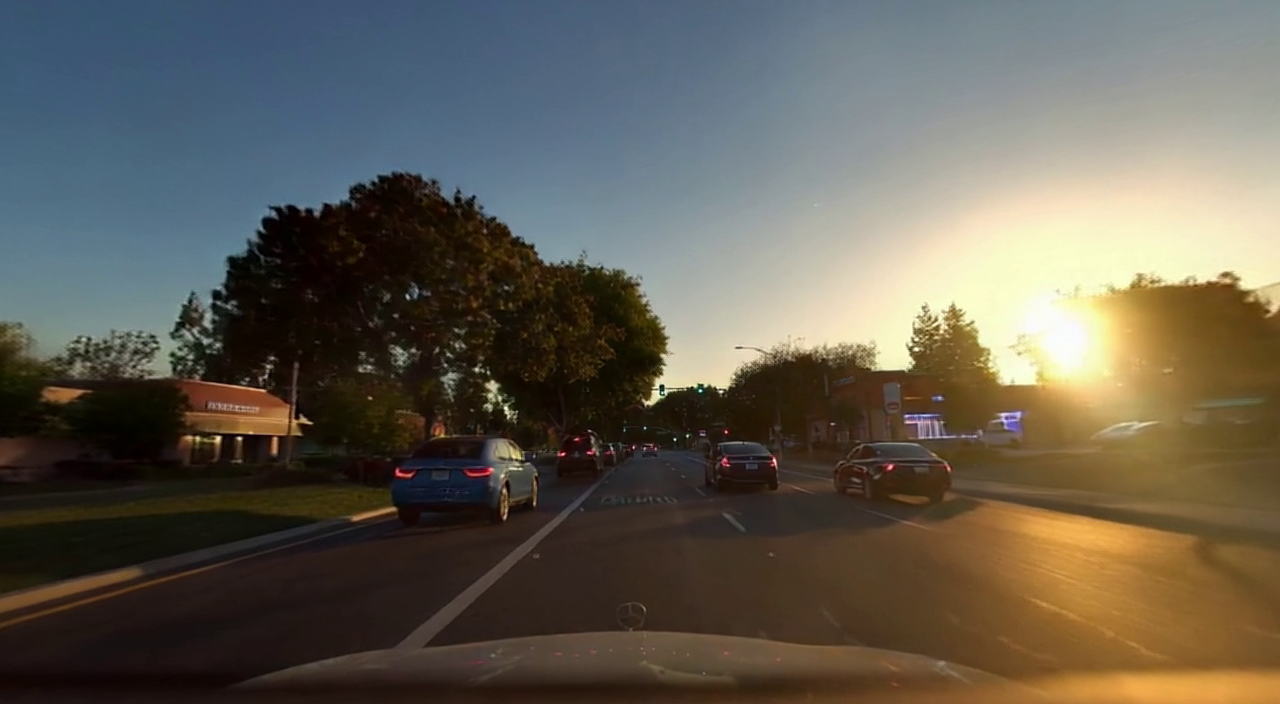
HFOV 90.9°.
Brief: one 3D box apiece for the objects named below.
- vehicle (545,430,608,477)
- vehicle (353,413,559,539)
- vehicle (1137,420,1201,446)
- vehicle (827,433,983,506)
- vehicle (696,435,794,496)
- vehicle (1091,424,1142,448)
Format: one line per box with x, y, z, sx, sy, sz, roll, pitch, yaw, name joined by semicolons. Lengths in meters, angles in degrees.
-2.547;4.225;26.396;2.117;1.799;4.442;0;-9;1;vehicle
-2.812;2.041;10.905;2.141;1.719;4.379;0;-9;1;vehicle
33.944;5.223;40.544;1.983;1.520;4.391;-3;-9;25;vehicle
6.377;2.888;15.908;1.881;1.540;4.750;0;-9;0;vehicle
2.815;3.172;17.904;2.004;1.512;4.206;0;-9;0;vehicle
31.036;5.522;41.168;1.787;1.423;4.347;-4;-10;26;vehicle
